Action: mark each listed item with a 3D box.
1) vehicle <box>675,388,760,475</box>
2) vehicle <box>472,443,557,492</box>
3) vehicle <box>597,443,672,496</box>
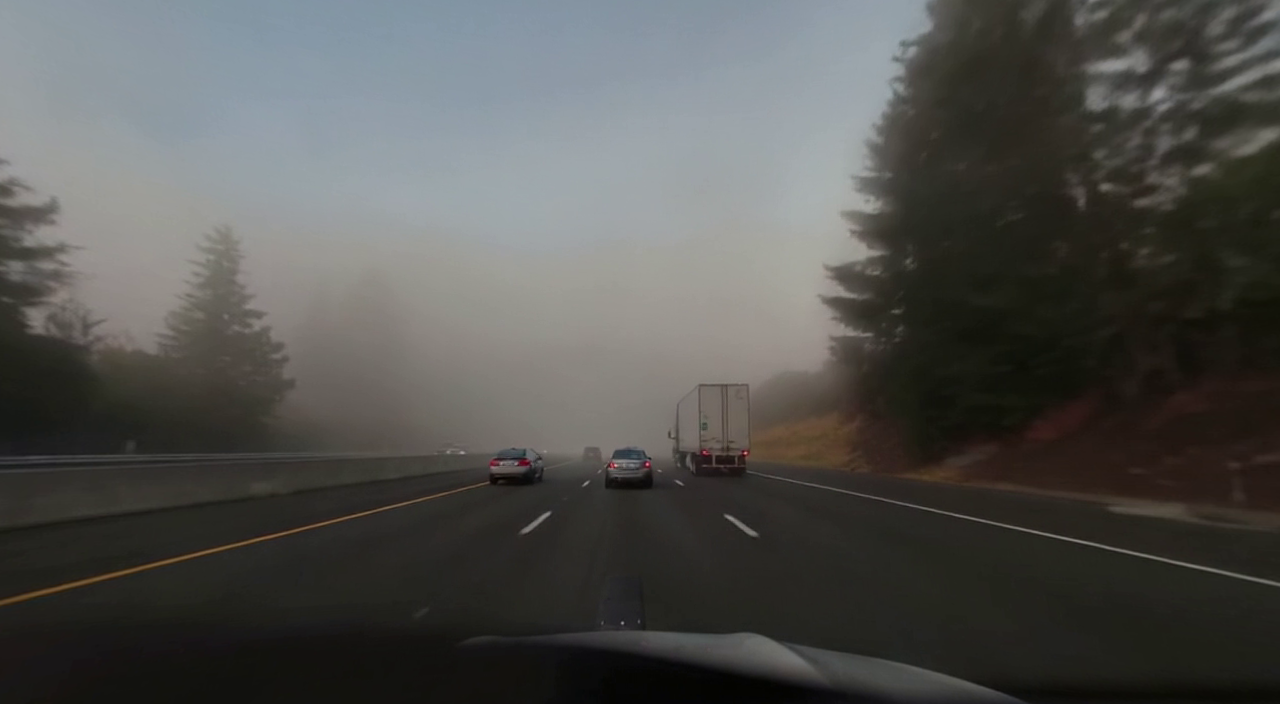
[{"bbox_3d":[4.076,4.851,37.079,2.905,4.109,14.332,0,-9,-1],"label":"vehicle"},{"bbox_3d":[-4.132,3.896,21.579,2.017,1.460,4.382,0,-9,0],"label":"vehicle"},{"bbox_3d":[-0.178,3.509,19.156,2.023,1.400,4.028,0,-9,-1],"label":"vehicle"}]
